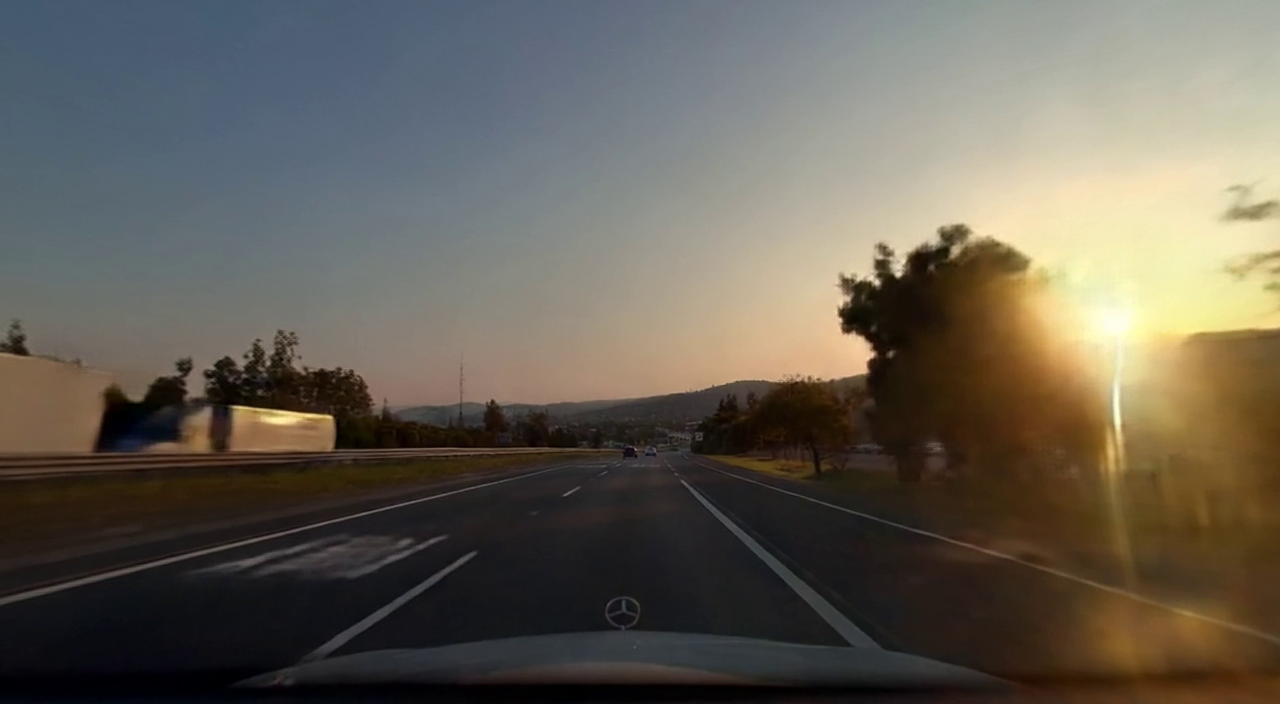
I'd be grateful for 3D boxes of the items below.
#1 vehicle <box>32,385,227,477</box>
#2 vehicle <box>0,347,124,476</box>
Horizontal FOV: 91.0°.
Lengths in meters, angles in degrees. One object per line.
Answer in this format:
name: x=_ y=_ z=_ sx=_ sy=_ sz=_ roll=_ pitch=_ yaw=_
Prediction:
vehicle: x=-24.824 y=3.998 z=31.337 sx=3.001 sy=3.995 sz=7.503 roll=0 pitch=-8 yaw=2
vehicle: x=-21.307 y=1.293 z=15.845 sx=2.889 sy=3.945 sz=15.988 roll=0 pitch=-9 yaw=1
